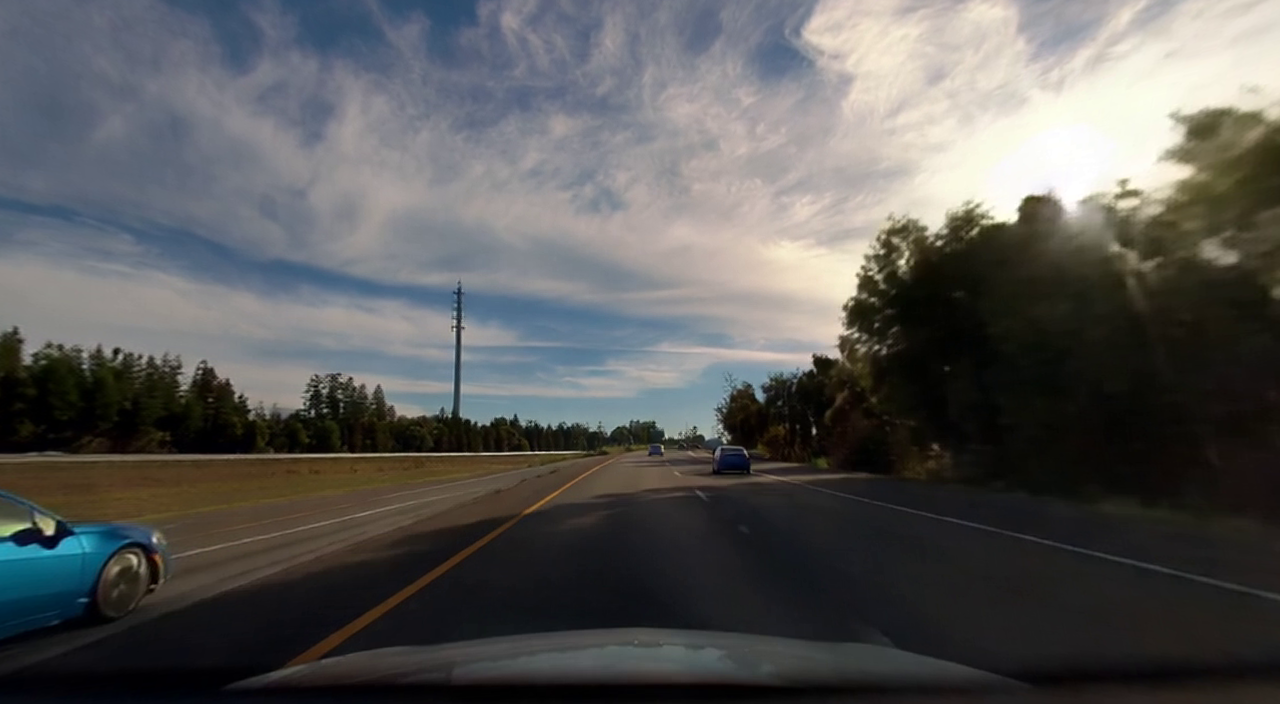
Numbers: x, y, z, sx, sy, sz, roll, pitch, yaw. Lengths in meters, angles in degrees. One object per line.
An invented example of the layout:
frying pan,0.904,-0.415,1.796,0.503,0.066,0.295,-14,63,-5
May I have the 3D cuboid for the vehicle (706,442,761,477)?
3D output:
vehicle,4.383,5.085,30.225,2.030,1.526,4.165,0,-8,0
